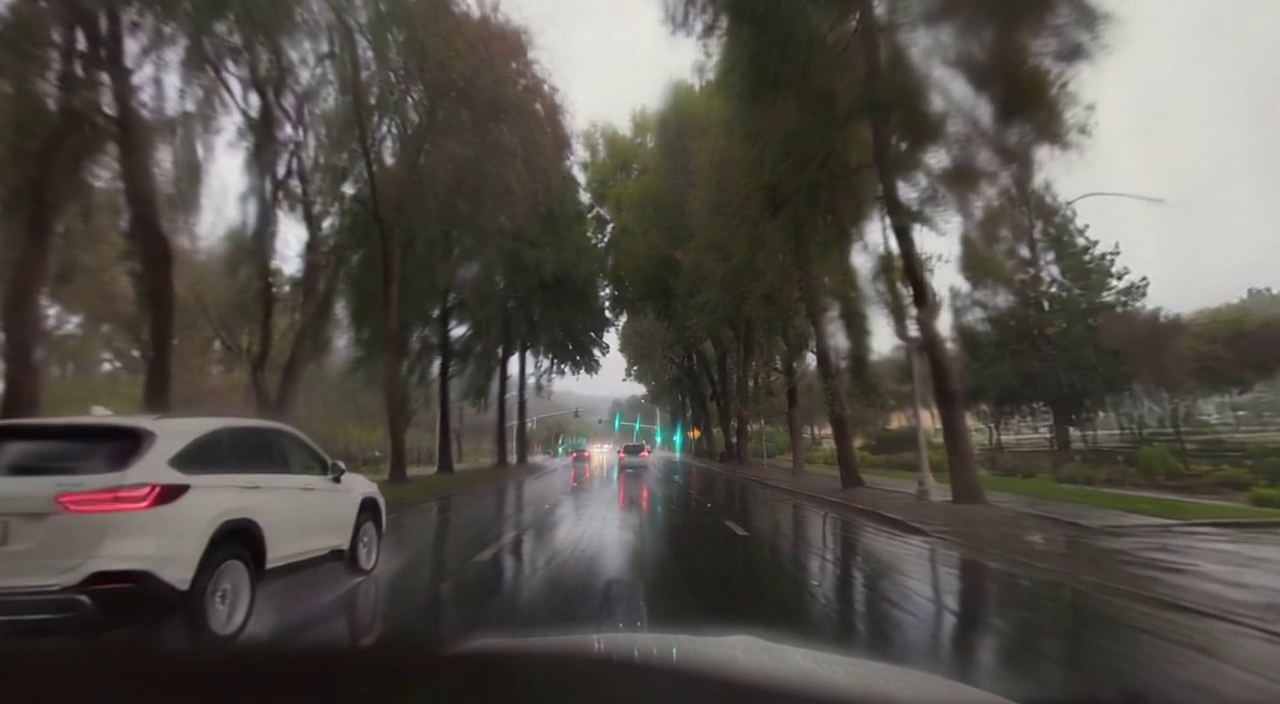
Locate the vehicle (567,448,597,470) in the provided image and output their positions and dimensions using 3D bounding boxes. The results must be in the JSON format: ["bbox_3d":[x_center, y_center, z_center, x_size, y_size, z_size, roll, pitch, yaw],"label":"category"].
[{"bbox_3d":[-4.290,8.015,47.358,1.936,1.538,4.016,0,-8,-1],"label":"vehicle"}]

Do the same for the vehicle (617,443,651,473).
[{"bbox_3d":[-0.366,6.523,39.108,2.018,1.769,3.897,0,-8,0],"label":"vehicle"}]

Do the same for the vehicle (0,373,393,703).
[{"bbox_3d":[-4.042,1.303,5.590,1.860,1.741,4.479,0,-8,0],"label":"vehicle"}]
